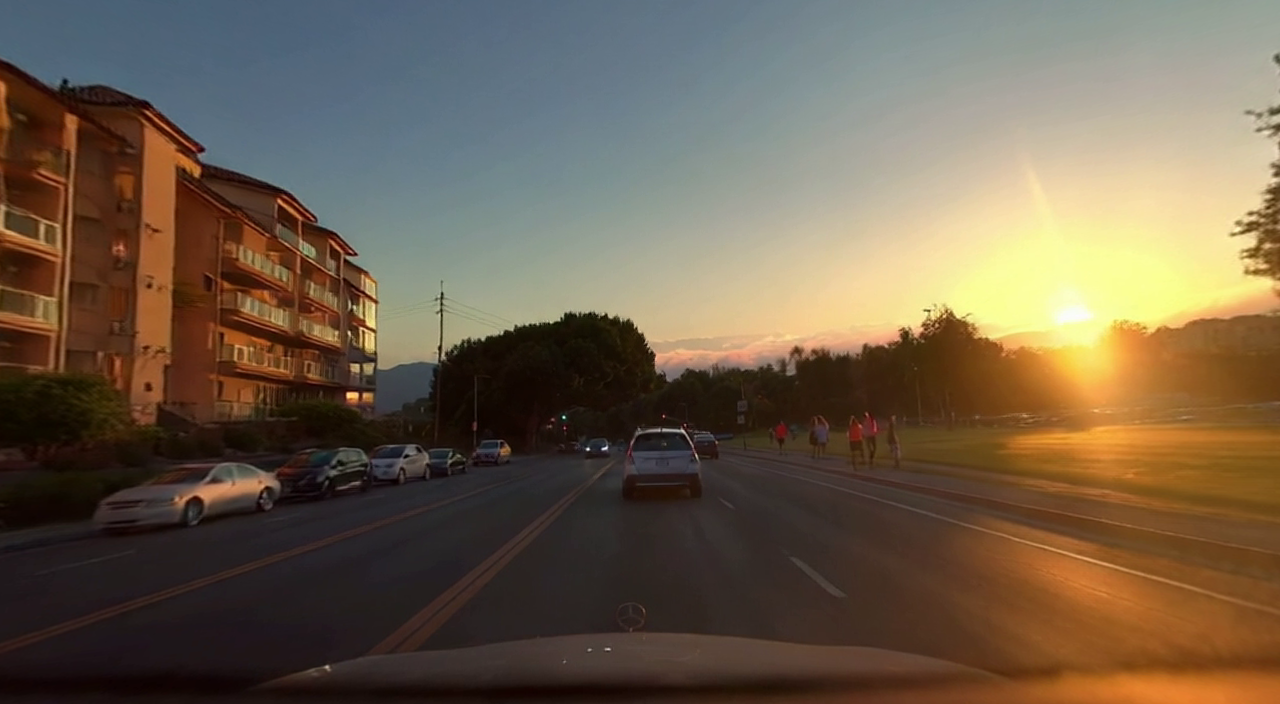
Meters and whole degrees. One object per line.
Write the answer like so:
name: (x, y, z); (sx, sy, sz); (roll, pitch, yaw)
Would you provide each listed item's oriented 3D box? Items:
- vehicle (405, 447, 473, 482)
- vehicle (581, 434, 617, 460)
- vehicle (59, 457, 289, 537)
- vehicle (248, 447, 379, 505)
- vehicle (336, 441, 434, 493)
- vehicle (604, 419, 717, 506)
vehicle: (-10.012, 5.601, 31.793); (1.860, 1.487, 4.658); (-1, -7, 0)
vehicle: (-2.805, 6.658, 44.115); (2.086, 1.702, 4.451); (-1, -9, 2)
vehicle: (-10.560, 3.278, 14.880); (1.839, 1.474, 4.694); (0, -9, 0)
vehicle: (-10.348, 3.926, 20.418); (1.869, 1.647, 4.281); (-1, -9, 1)
vehicle: (-10.188, 4.574, 25.633); (1.940, 1.816, 4.721); (-1, -7, 1)
vehicle: (0.374, 2.383, 13.909); (2.132, 1.632, 3.838); (0, -9, -1)
